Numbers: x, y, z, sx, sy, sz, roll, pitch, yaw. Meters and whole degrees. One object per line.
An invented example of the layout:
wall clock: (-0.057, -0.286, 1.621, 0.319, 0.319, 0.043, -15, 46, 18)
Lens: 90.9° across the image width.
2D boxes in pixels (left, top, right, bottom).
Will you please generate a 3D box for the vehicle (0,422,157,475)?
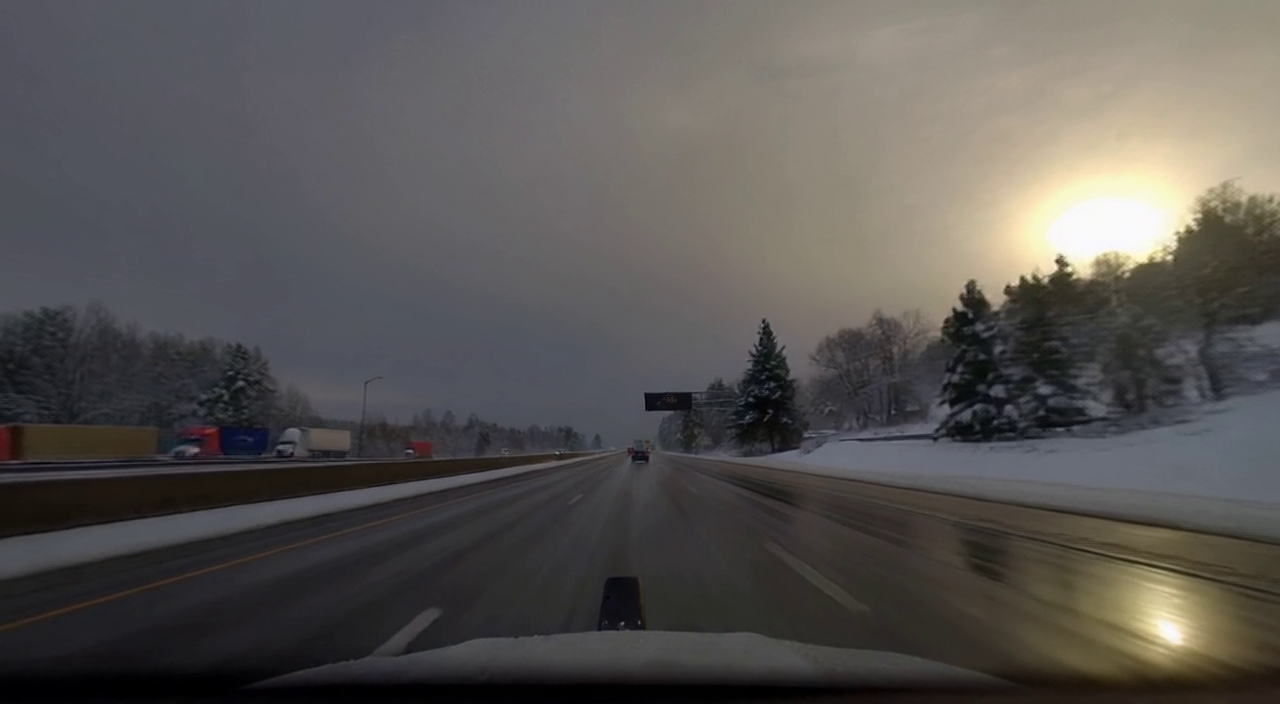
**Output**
vehicle: (-44.493, 7.374, 47.965, 3.035, 3.535, 15.819, 0, -9, 0)
